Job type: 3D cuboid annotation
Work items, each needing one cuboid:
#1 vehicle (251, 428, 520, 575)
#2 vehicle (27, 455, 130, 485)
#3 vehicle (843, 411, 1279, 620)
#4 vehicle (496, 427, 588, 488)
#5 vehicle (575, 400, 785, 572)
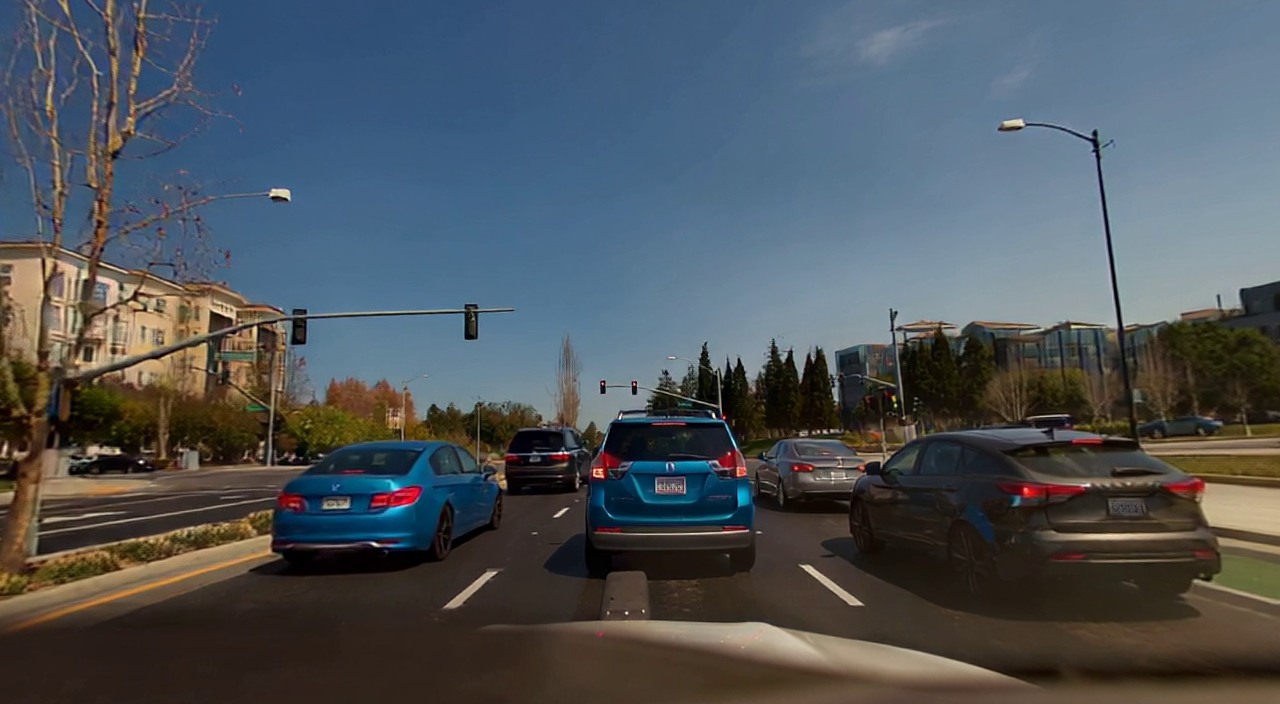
[{"bbox_3d":[-3.034,1.861,8.698,1.876,1.497,4.308,0,-8,1],"label":"vehicle"},{"bbox_3d":[-33.051,6.941,37.144,4.395,1.636,1.926,-1,-8,6],"label":"vehicle"},{"bbox_3d":[3.928,1.560,6.931,1.954,1.592,3.992,0,-8,-2],"label":"vehicle"},{"bbox_3d":[-3.200,3.604,21.854,2.230,1.834,5.469,0,-8,1],"label":"vehicle"},{"bbox_3d":[0.401,1.712,8.766,2.172,1.764,4.338,0,-8,0],"label":"vehicle"}]
